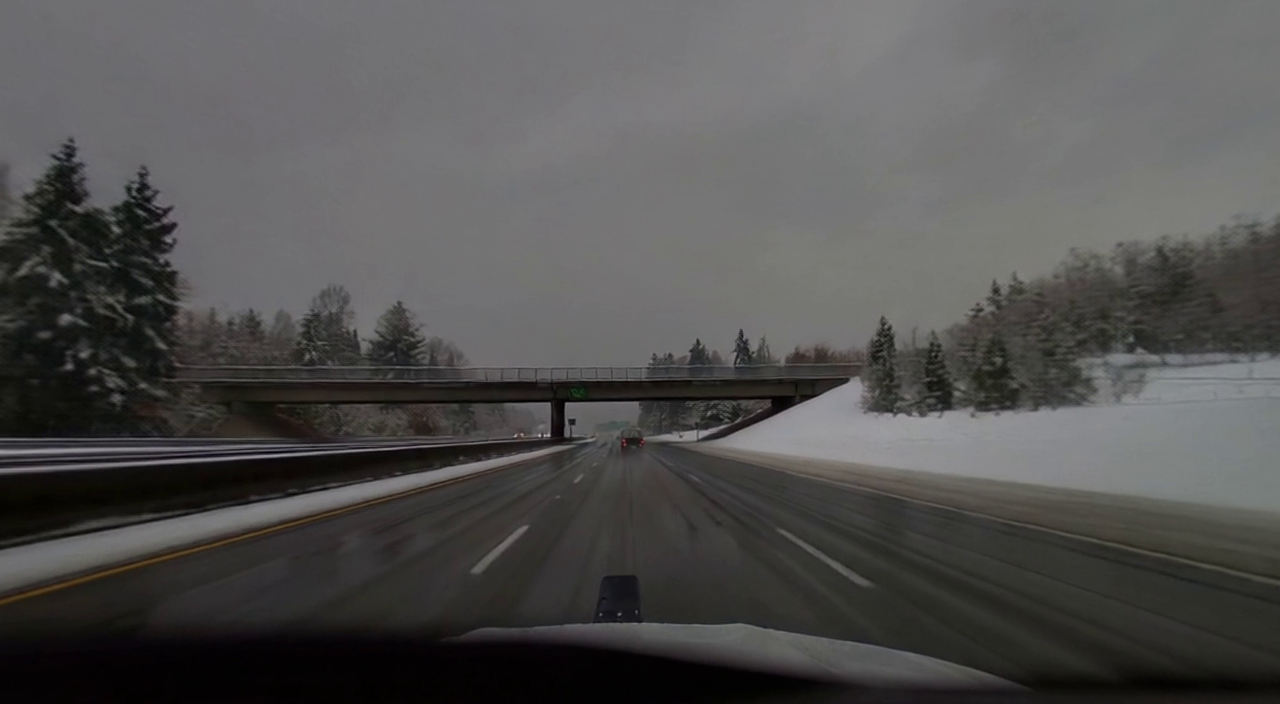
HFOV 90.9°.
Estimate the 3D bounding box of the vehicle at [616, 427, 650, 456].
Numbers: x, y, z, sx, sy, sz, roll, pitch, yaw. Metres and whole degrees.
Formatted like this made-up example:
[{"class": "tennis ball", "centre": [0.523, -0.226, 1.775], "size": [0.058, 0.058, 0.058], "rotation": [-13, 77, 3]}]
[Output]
[{"class": "vehicle", "centre": [-0.565, 6.295, 44.446], "size": [2.277, 1.913, 4.510], "rotation": [0, -8, -3]}]
